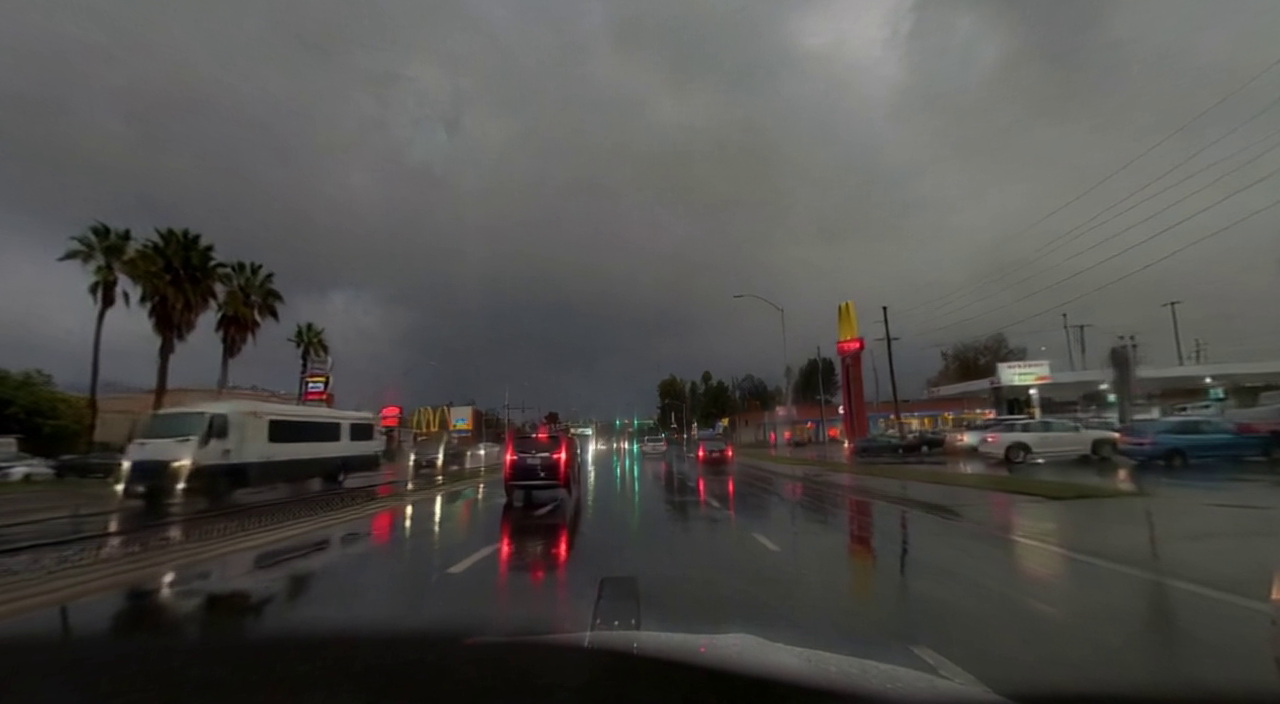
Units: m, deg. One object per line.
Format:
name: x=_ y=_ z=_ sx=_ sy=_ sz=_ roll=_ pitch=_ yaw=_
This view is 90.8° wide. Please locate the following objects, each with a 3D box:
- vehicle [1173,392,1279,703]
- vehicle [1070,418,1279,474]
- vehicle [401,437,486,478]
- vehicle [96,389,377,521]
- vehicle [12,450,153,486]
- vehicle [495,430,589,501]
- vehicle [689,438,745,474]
vehicle: x=3.429 y=0.639 z=0.704 sx=1.987 sy=1.474 sz=4.198 roll=0 pitch=-9 yaw=0
vehicle: x=14.600 y=2.562 z=17.274 sx=4.293 sy=1.438 sz=1.773 roll=0 pitch=-9 yaw=1
vehicle: x=-9.688 y=5.250 z=31.695 sx=2.169 sy=1.853 sz=4.853 roll=-1 pitch=-9 yaw=8
vehicle: x=-11.134 y=2.925 z=18.923 sx=2.662 sy=2.995 sz=8.344 roll=1 pitch=-7 yaw=2
vehicle: x=-30.273 y=6.325 z=34.481 sx=5.349 sy=1.859 sz=2.259 roll=1 pitch=-10 yaw=-2
vehicle: x=-2.336 y=2.825 z=16.073 sx=2.021 sy=1.550 sz=4.090 roll=1 pitch=-9 yaw=-5
vehicle: x=3.296 y=4.561 z=27.919 sx=1.889 sy=1.448 sz=4.262 roll=0 pitch=-9 yaw=-1
